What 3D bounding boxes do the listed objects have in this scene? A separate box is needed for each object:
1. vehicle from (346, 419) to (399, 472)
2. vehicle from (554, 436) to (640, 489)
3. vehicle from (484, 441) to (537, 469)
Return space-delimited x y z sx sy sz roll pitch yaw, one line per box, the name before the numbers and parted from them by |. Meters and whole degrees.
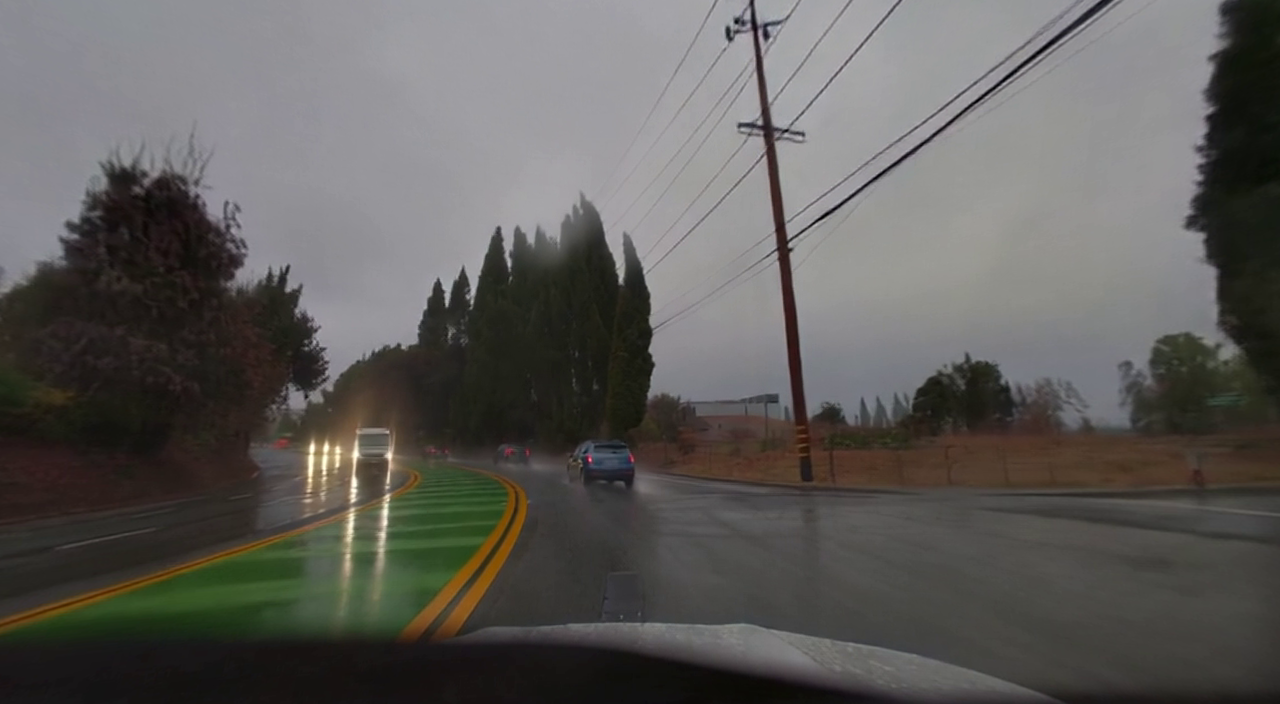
vehicle | -16.270 5.675 38.202 2.413 2.872 6.823 4 -10 -26
vehicle | -1.716 4.074 23.566 2.140 1.767 4.720 2 -9 -17
vehicle | -8.336 6.574 40.363 2.075 1.699 4.520 4 -10 -28
